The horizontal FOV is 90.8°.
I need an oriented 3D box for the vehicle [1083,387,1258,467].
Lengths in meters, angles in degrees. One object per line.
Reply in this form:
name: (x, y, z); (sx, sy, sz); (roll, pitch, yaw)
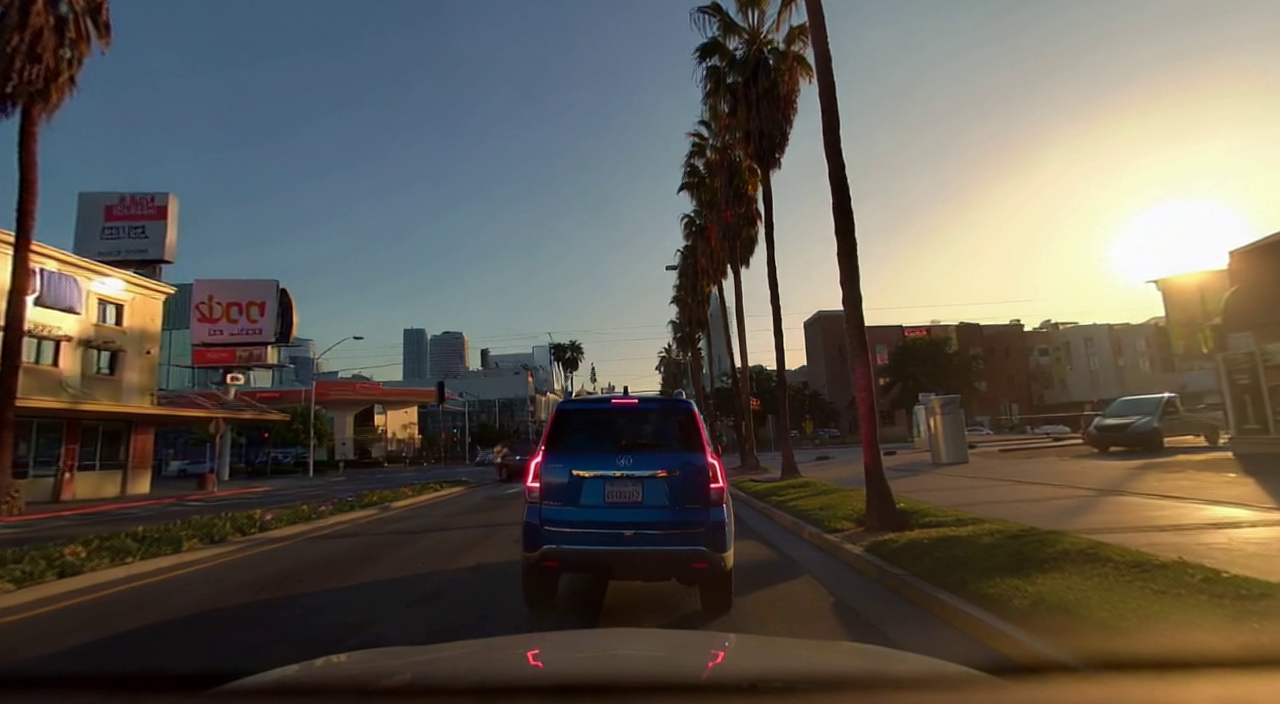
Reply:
vehicle: (16.113, 2.347, 19.077); (6.060, 2.047, 2.490); (6, -11, -36)

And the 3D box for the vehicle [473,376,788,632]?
vehicle: (-0.121, 1.363, 6.530); (2.234, 1.818, 3.869); (0, -8, -2)
